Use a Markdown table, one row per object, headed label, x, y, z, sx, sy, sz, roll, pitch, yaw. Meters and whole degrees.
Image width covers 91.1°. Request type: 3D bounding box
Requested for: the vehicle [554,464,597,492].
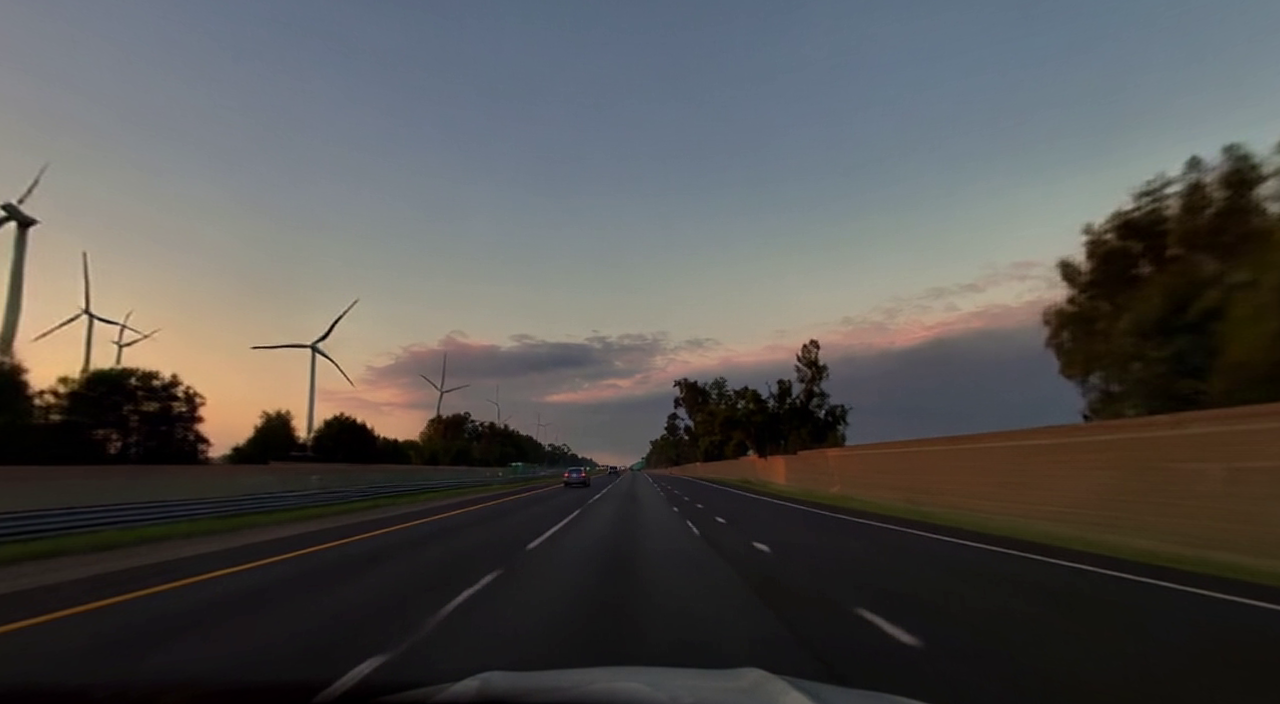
| label | x | y | z | sx | sy | sz | roll | pitch | yaw |
| --- | --- | --- | --- | --- | --- | --- | --- | --- | --- |
| vehicle | -3.616 | 7.137 | 35.734 | 2.001 | 1.486 | 4.104 | 1 | -10 | 0 |
